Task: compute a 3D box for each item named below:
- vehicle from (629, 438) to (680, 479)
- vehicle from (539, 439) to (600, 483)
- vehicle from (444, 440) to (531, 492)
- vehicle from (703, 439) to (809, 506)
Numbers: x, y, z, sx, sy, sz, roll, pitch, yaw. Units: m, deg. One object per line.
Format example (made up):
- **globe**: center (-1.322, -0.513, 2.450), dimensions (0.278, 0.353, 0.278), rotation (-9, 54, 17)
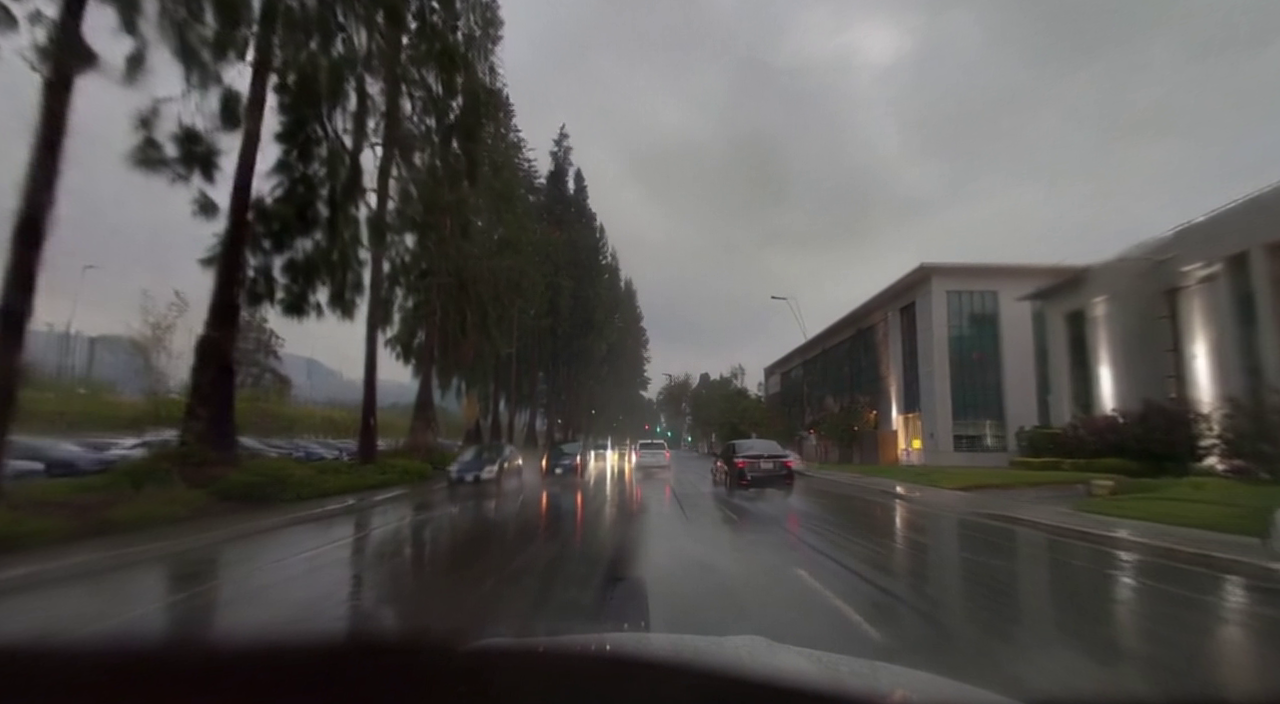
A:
- **vehicle**: center (0.600, 4.673, 27.874), dimensions (2.105, 1.653, 3.887), rotation (0, -9, 0)
- **vehicle**: center (-2.904, 4.576, 26.816), dimensions (2.065, 1.708, 4.311), rotation (0, -9, 1)
- **vehicle**: center (-5.648, 4.289, 24.107), dimensions (2.132, 1.769, 4.760), rotation (0, -9, 0)
- **vehicle**: center (2.888, 3.098, 16.685), dimensions (1.991, 1.536, 4.116), rotation (0, -9, -1)
